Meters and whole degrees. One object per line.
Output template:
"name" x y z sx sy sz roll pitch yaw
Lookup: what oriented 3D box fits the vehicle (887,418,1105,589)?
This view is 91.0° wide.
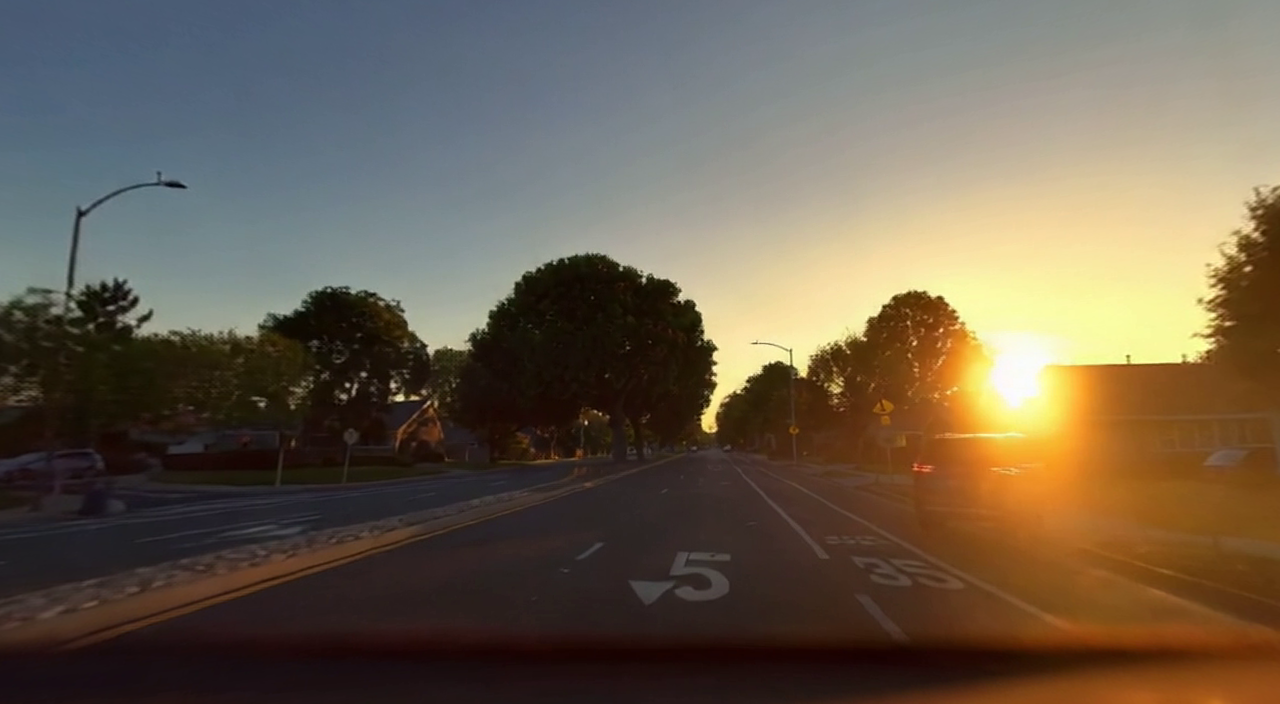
"vehicle" 5.081 1.884 8.942 2.018 1.733 4.546 -5 -9 32

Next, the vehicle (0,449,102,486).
"vehicle" -32.765 6.288 34.760 1.918 1.796 4.703 0 -8 0
